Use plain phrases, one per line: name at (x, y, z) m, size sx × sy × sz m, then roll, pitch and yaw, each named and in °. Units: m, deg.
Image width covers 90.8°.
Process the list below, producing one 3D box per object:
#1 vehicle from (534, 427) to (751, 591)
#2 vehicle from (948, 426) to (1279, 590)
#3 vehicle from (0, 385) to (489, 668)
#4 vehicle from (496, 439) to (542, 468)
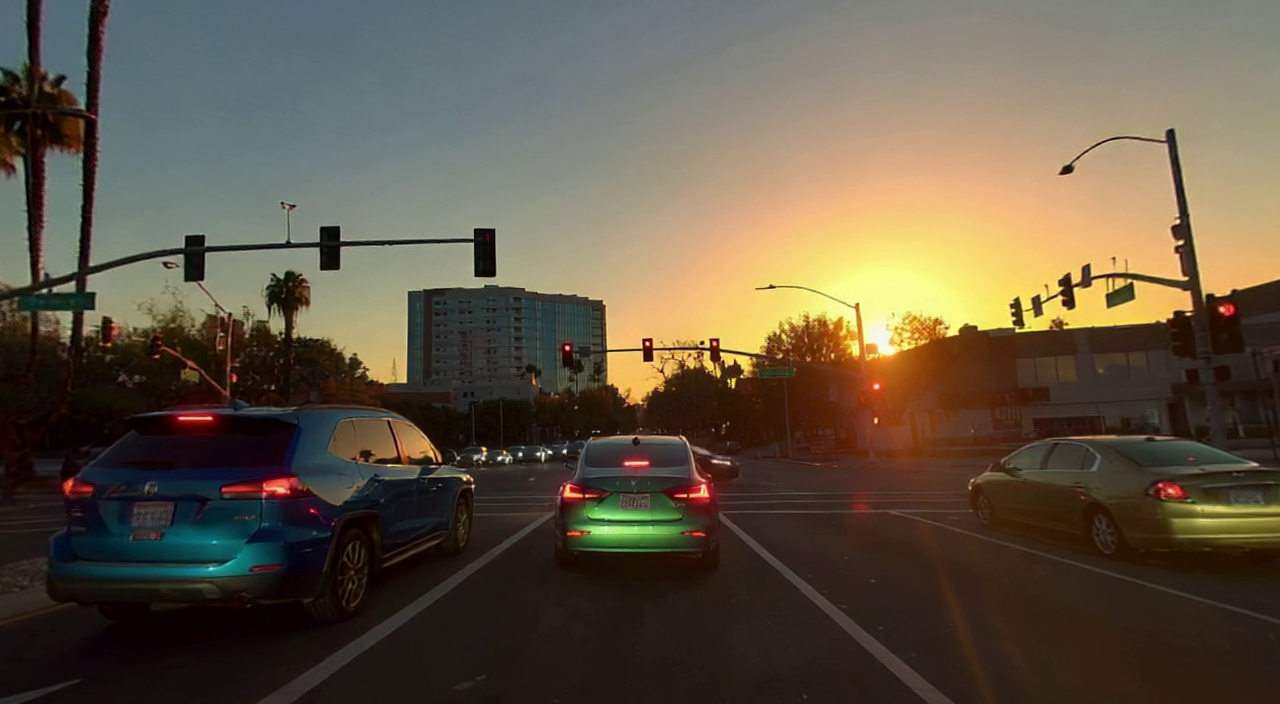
vehicle at (-0.005, 1.705, 7.722) m, size 1.942 × 1.445 × 3.973 m, roll 0°, pitch -8°, yaw -1°
vehicle at (6.091, 1.768, 8.115) m, size 1.970 × 1.489 × 4.482 m, roll 0°, pitch -8°, yaw -1°
vehicle at (-3.108, 1.373, 6.104) m, size 2.051 × 1.682 × 4.467 m, roll 0°, pitch -8°, yaw 2°
vehicle at (-7.944, 6.702, 42.030) m, size 2.130 × 1.810 × 4.450 m, roll -2°, pitch -8°, yaw 1°
